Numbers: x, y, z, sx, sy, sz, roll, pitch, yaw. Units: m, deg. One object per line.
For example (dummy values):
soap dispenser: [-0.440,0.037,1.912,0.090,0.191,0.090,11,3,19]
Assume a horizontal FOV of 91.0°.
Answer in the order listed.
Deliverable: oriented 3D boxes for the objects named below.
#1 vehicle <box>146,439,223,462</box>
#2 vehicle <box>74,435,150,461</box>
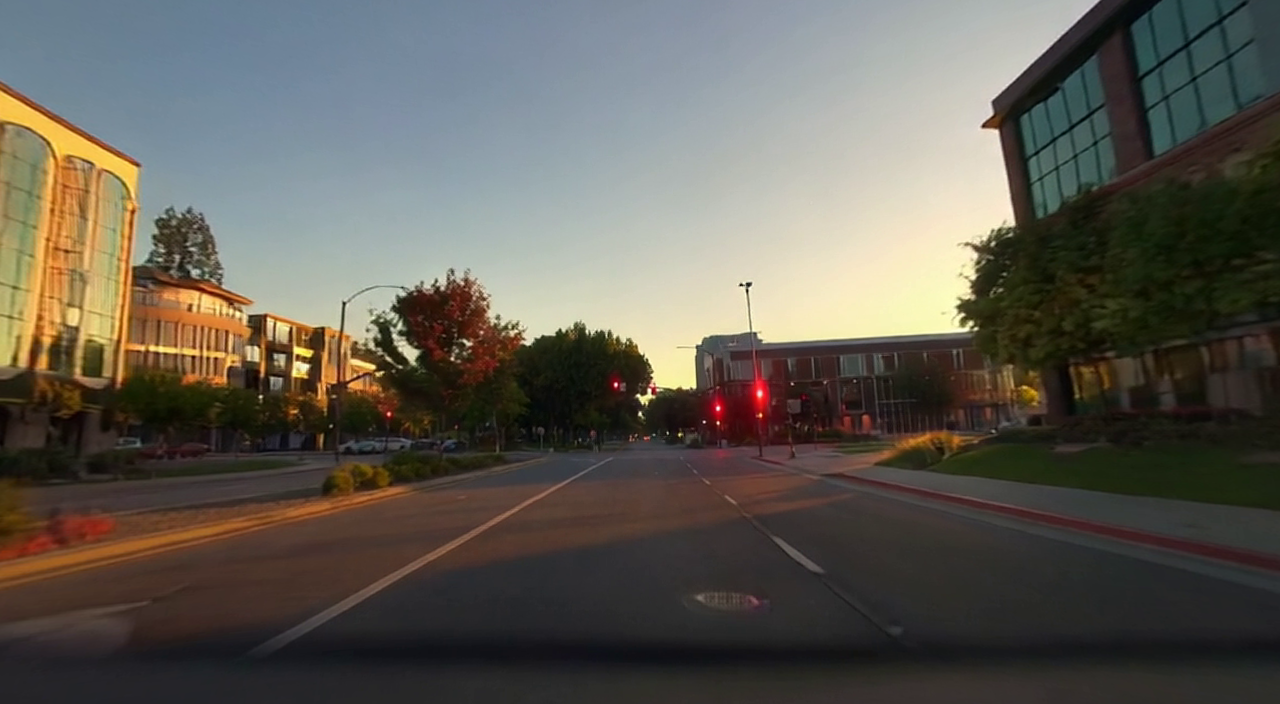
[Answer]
vehicle: [-32.021,6.937,44.454,1.852,1.485,4.683,0,-8,1]
vehicle: [-37.293,6.744,44.588,1.873,1.657,4.087,-3,-7,-1]
